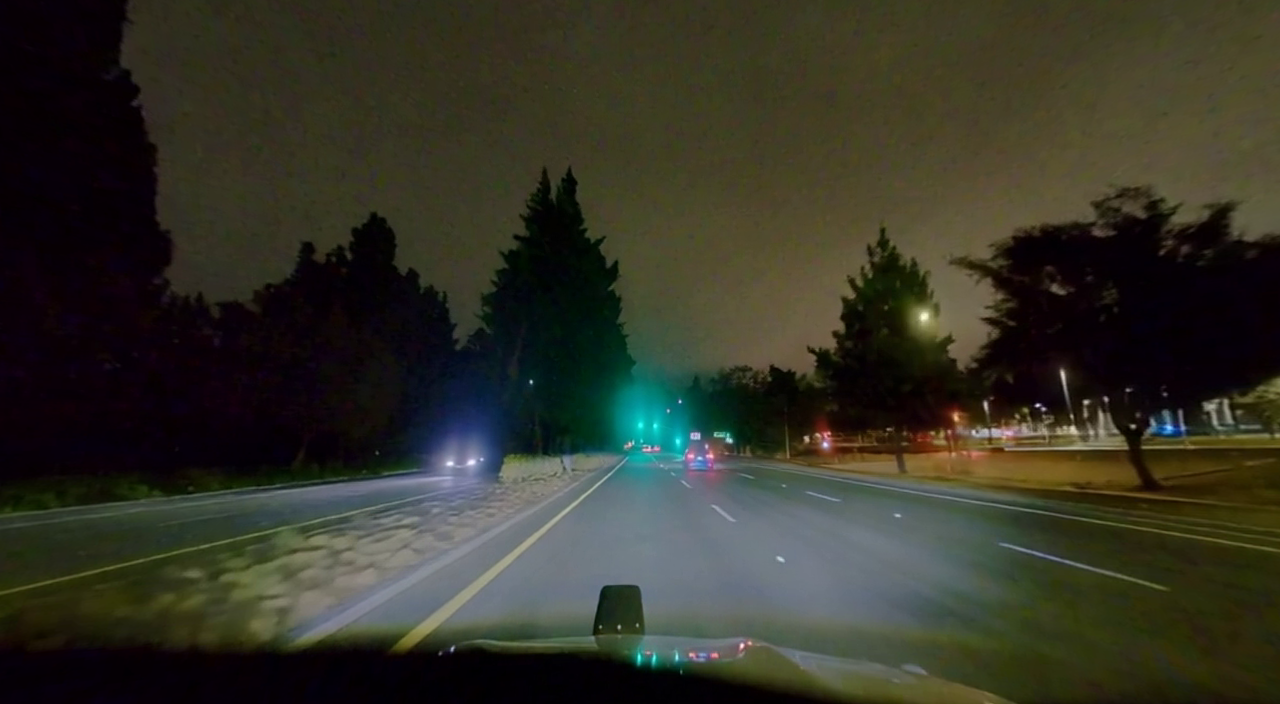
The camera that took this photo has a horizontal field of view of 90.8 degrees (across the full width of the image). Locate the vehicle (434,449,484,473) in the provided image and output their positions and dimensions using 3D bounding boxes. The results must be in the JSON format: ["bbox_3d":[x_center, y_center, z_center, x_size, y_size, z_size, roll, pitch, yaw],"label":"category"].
[{"bbox_3d":[-11.964,7.232,42.059,2.006,1.475,4.589,0,-8,-1],"label":"vehicle"}]

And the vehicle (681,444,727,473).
[{"bbox_3d":[3.446,5.837,34.815,2.056,1.483,4.091,0,-8,-1],"label":"vehicle"}]
